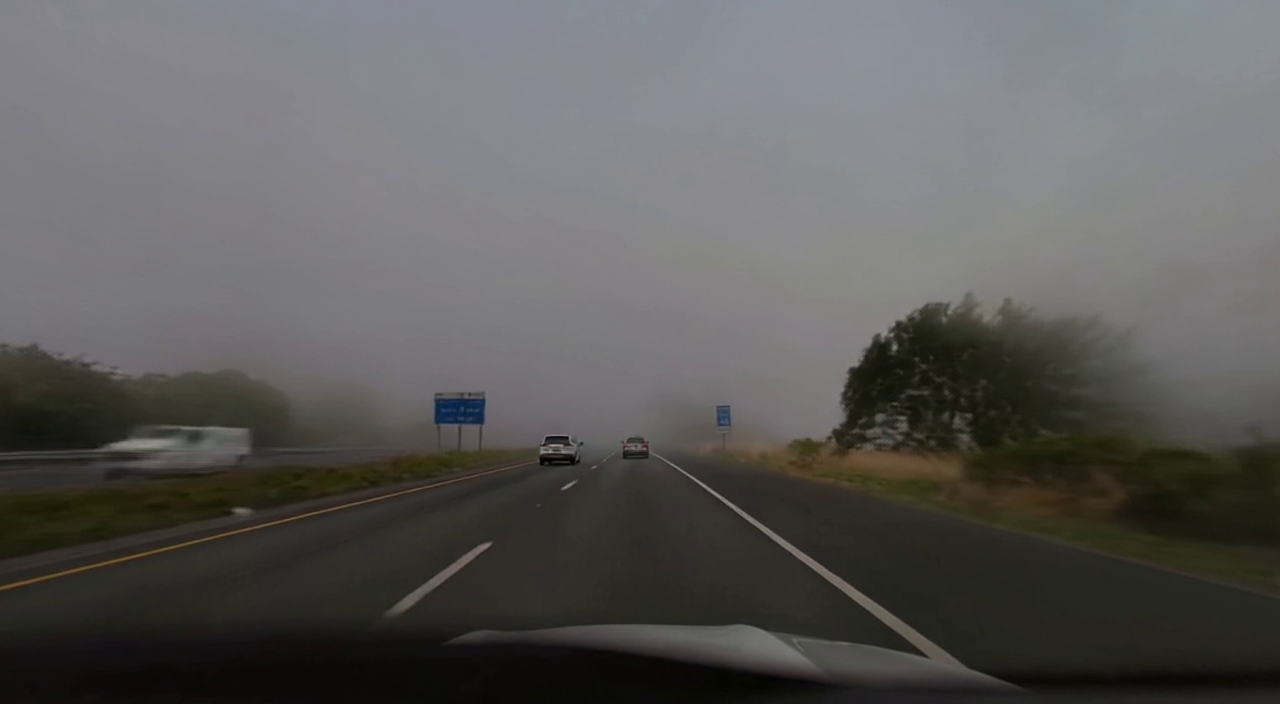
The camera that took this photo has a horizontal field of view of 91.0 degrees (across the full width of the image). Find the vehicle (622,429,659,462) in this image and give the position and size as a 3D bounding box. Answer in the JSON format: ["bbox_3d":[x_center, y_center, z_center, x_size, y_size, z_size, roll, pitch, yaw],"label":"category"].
[{"bbox_3d":[-0.056,6.011,40.654,2.223,1.957,4.416,0,-8,-2],"label":"vehicle"}]

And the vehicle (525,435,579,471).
[{"bbox_3d":[-4.175,4.832,30.376,2.062,1.567,4.117,0,-8,-1],"label":"vehicle"}]
